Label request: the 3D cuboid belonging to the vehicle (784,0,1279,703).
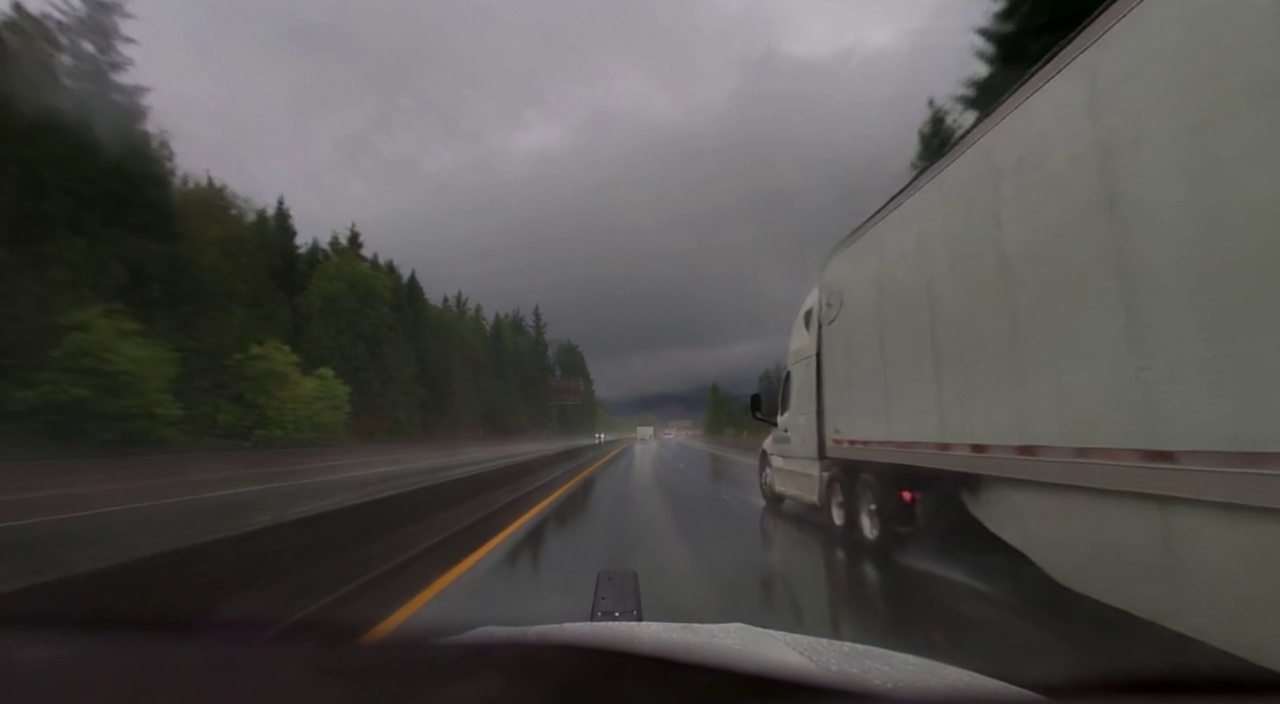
[{"bbox_3d":[4.368,-0.077,4.610,2.951,4.007,13.976,0,-7,-2],"label":"vehicle"}]
